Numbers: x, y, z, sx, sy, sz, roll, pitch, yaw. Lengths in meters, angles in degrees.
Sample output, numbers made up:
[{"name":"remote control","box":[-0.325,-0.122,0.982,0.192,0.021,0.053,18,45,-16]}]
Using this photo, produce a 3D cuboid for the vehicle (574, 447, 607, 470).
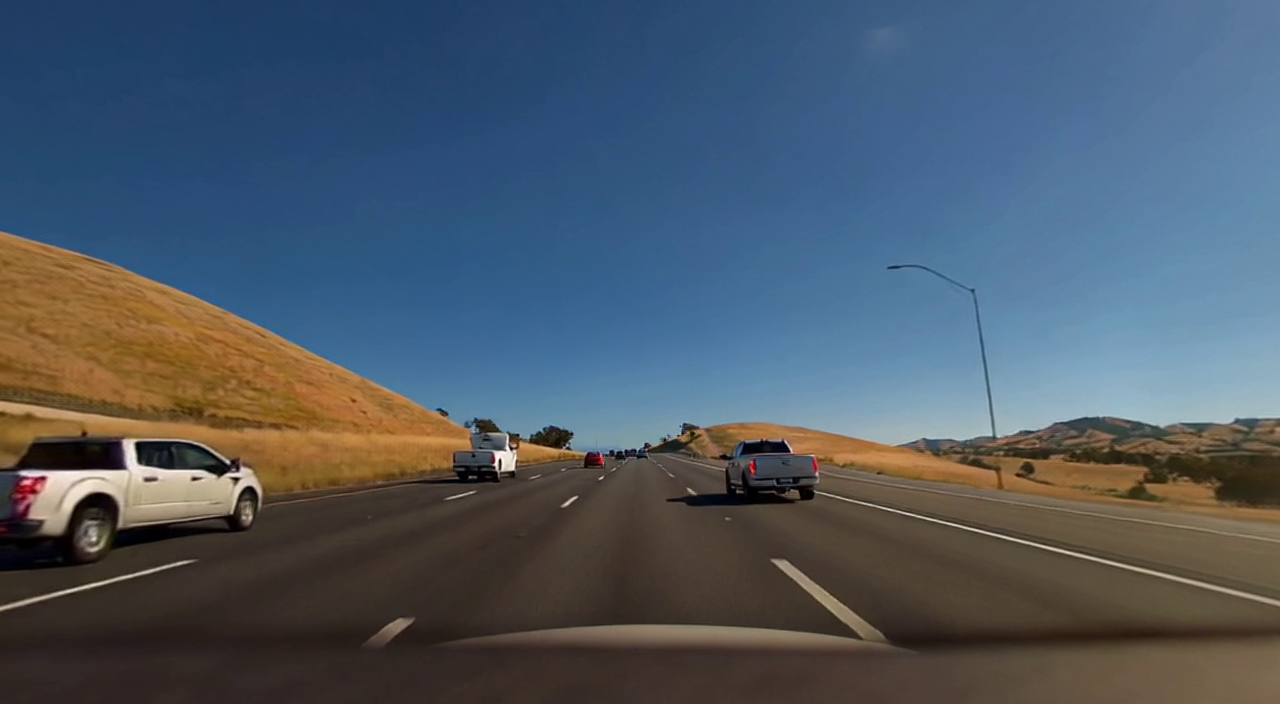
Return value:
[{"name":"vehicle","box":[-3.486,7.584,44.999,2.009,1.593,4.378,0,-9,-1]}]

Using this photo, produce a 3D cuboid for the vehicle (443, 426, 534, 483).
[{"name":"vehicle","box":[-7.363,5.141,31.753,2.937,2.509,7.090,0,-9,-1]}]

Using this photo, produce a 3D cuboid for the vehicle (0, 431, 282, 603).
[{"name":"vehicle","box":[-6.830,1.833,7.808,1.935,1.550,4.883,0,-9,-1]}]

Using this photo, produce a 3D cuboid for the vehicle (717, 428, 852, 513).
[{"name":"vehicle","box":[3.378,2.898,15.835,2.231,1.789,4.700,0,-9,0]}]
